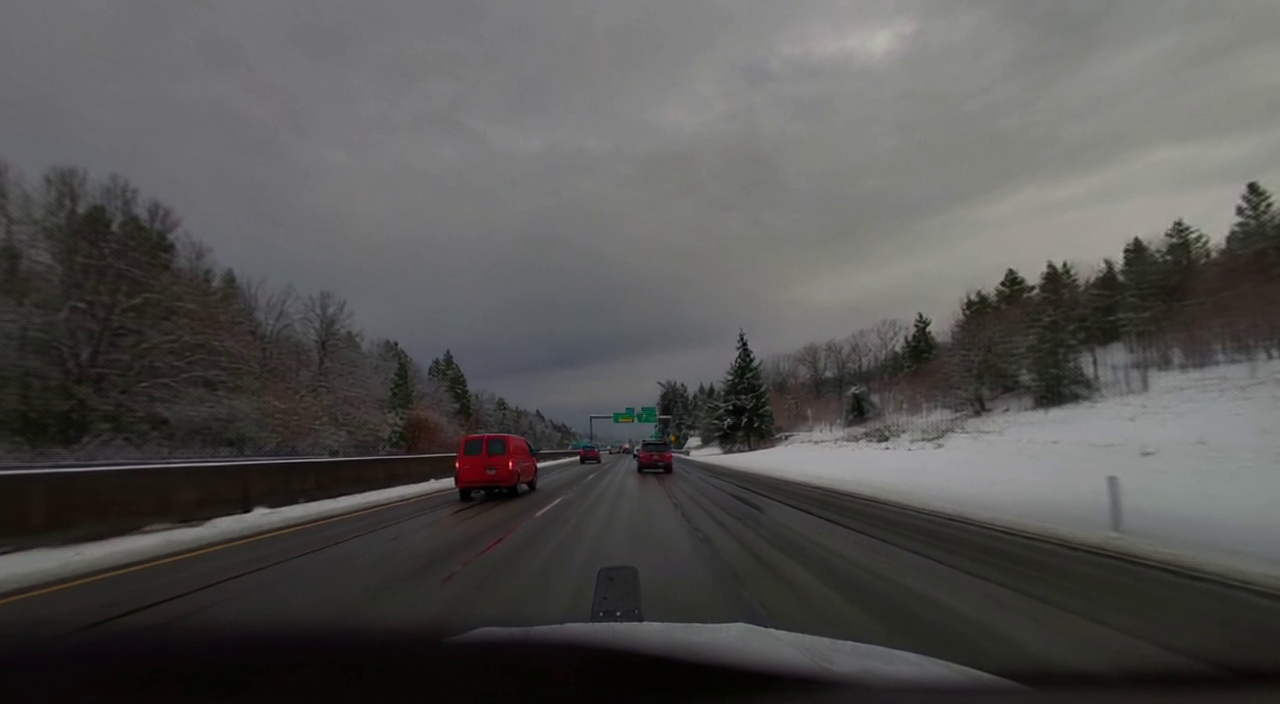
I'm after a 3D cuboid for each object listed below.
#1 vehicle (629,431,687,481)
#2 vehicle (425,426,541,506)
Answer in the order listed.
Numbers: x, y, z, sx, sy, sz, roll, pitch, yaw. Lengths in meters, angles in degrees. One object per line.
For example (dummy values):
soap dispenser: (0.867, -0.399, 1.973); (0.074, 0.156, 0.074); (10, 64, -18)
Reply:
vehicle: (0.664, 4.456, 26.921); (2.179, 1.930, 4.538); (0, -9, -2)
vehicle: (-3.879, 2.908, 16.248); (2.021, 1.790, 3.907); (0, -9, -1)
